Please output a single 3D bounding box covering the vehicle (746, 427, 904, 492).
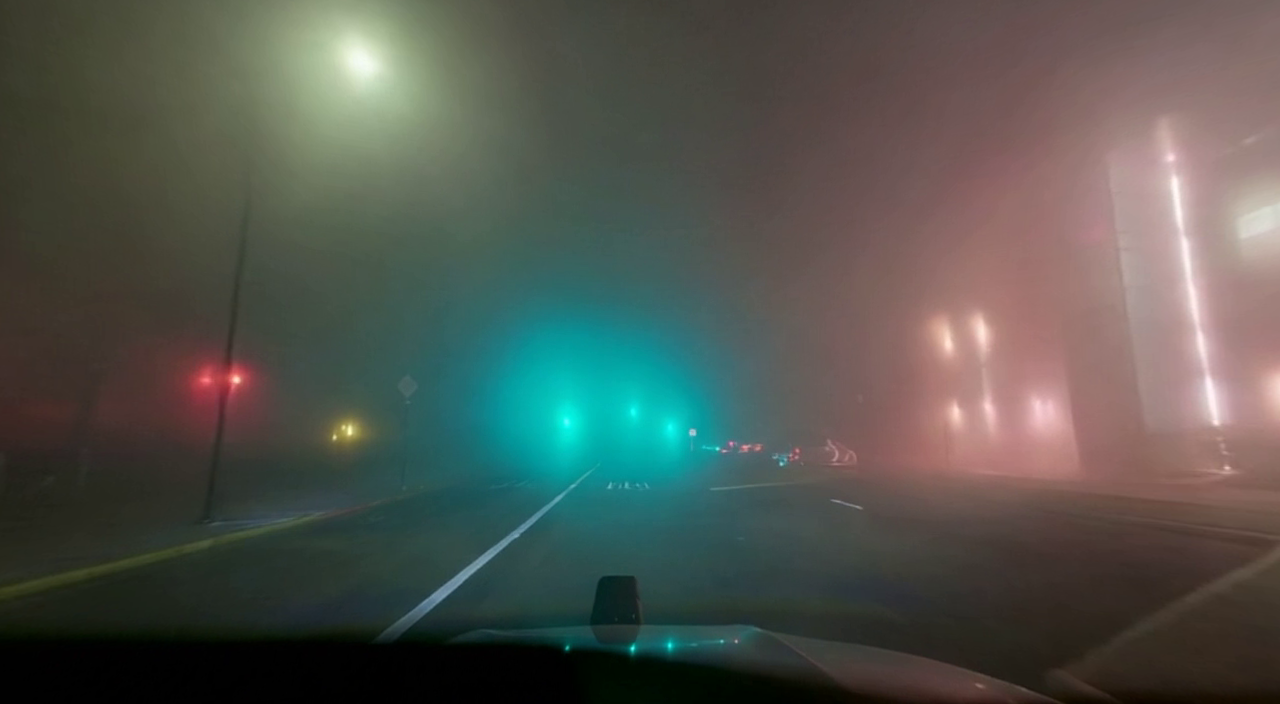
[{"bbox_3d":[4.897,2.763,16.614,3.844,1.524,1.847,4,-9,-31],"label":"vehicle"}]

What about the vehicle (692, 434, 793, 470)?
[{"bbox_3d":[4.596,4.460,28.340,4.033,1.514,1.974,3,-9,-24],"label":"vehicle"}]

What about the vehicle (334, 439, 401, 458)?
[{"bbox_3d":[-19.629,6.954,45.549,2.660,1.211,4.739,-1,-8,2],"label":"vehicle"}]
